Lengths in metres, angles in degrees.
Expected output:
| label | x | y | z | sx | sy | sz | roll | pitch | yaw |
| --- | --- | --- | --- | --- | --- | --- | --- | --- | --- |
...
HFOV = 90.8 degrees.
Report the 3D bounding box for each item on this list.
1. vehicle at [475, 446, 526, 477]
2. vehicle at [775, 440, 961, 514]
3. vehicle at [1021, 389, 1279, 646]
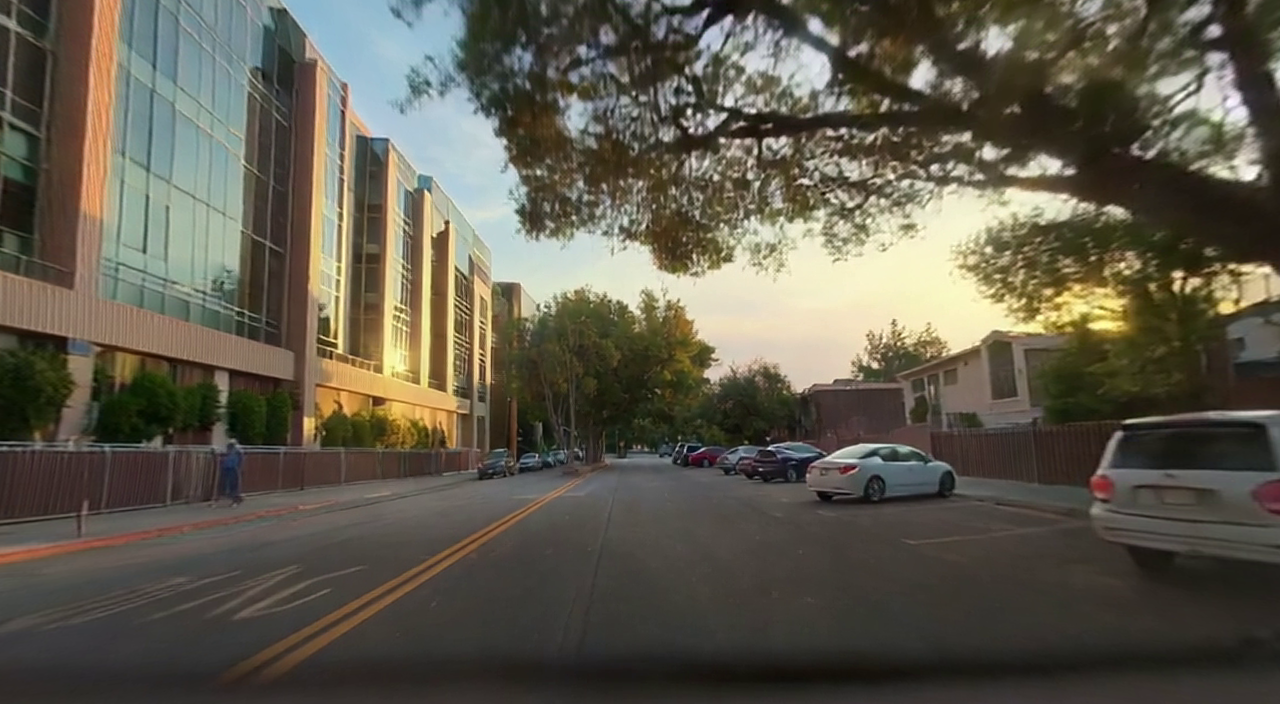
| label | x | y | z | sx | sy | sz | roll | pitch | yaw |
| --- | --- | --- | --- | --- | --- | --- | --- | --- | --- |
| vehicle | -8.414 | 6.632 | 38.523 | 2.172 | 1.707 | 4.273 | 0 | -8 | 0 |
| vehicle | 5.316 | 2.824 | 14.769 | 3.752 | 1.494 | 2.083 | 5 | -9 | -29 |
| vehicle | 6.540 | 1.357 | 6.326 | 5.061 | 1.829 | 2.274 | 2 | -8 | -29 |
